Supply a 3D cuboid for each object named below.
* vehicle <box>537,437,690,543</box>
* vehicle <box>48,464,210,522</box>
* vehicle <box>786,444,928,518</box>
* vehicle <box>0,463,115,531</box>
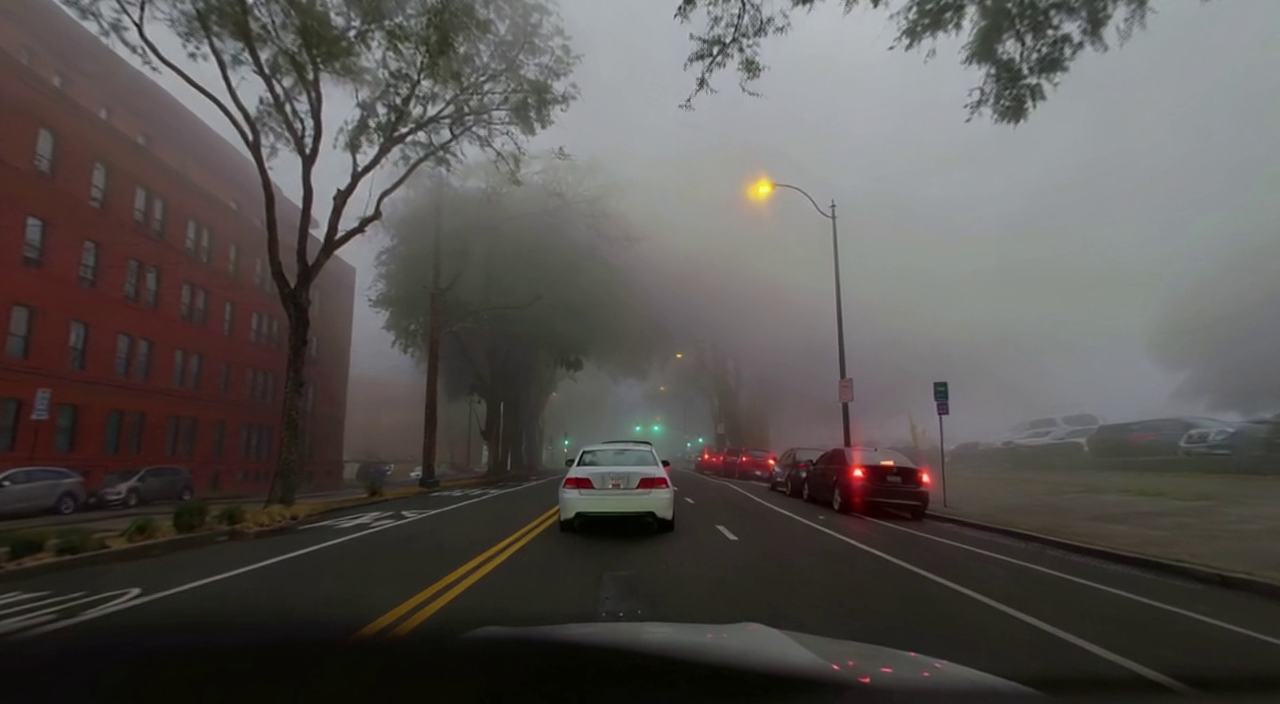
[{"bbox_3d":[-0.386,2.339,11.320,2.230,1.518,4.113,0,-9,0],"label":"vehicle"},{"bbox_3d":[-18.017,4.944,22.577,2.011,1.727,4.449,1,-9,0],"label":"vehicle"},{"bbox_3d":[4.916,2.946,14.927,1.832,1.491,4.054,1,-9,-1],"label":"vehicle"},{"bbox_3d":[-17.615,3.994,17.545,1.909,1.658,4.559,0,-9,1],"label":"vehicle"}]
